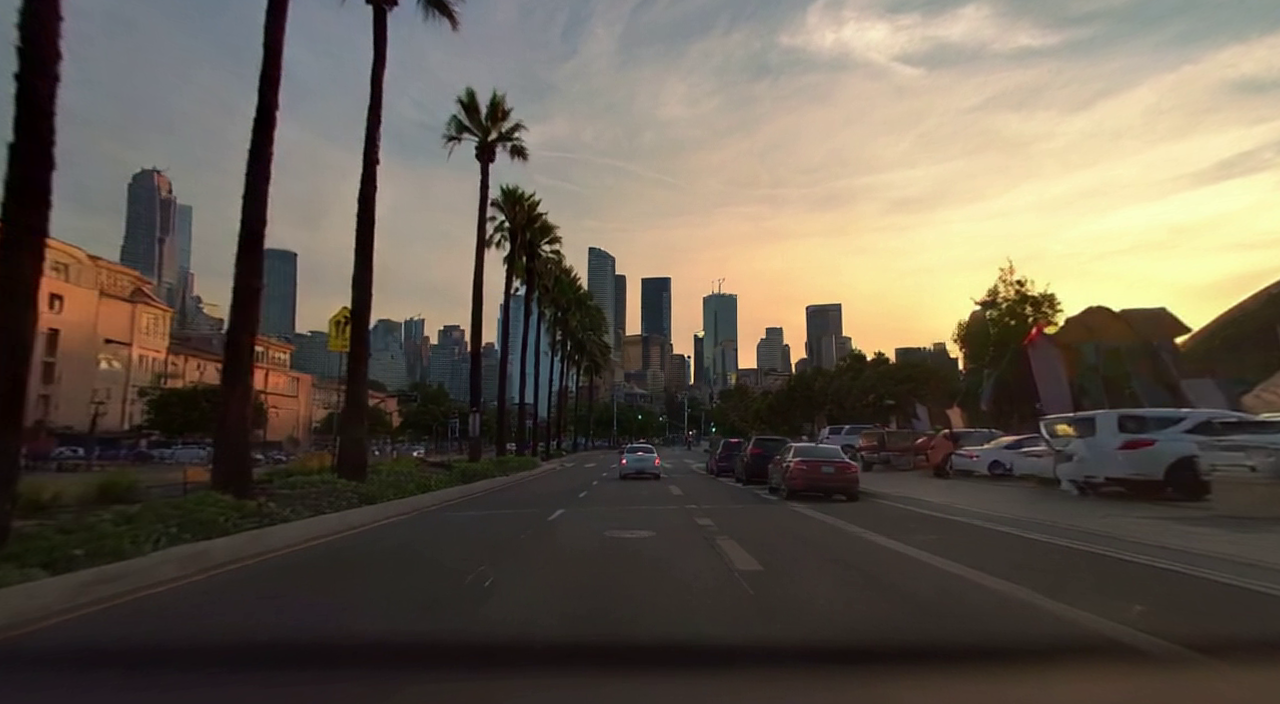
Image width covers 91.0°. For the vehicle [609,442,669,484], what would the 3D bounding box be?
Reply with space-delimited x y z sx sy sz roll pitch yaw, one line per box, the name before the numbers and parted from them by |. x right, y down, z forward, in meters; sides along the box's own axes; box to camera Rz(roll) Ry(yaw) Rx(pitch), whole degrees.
vehicle | -0.038 4.403 25.258 2.235 1.528 3.876 0 -8 0

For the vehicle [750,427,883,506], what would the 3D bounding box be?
vehicle | 4.408 2.950 16.669 2.136 1.774 4.778 0 -8 0

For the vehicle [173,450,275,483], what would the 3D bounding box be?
vehicle | -23.199 6.375 35.418 2.075 1.645 5.270 0 -8 1

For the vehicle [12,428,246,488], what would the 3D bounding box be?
vehicle | -30.584 6.453 39.182 3.081 3.048 13.223 0 -8 3

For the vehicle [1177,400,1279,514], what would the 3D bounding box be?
vehicle | 12.791 1.794 10.841 4.927 1.820 2.396 1 -8 -3
